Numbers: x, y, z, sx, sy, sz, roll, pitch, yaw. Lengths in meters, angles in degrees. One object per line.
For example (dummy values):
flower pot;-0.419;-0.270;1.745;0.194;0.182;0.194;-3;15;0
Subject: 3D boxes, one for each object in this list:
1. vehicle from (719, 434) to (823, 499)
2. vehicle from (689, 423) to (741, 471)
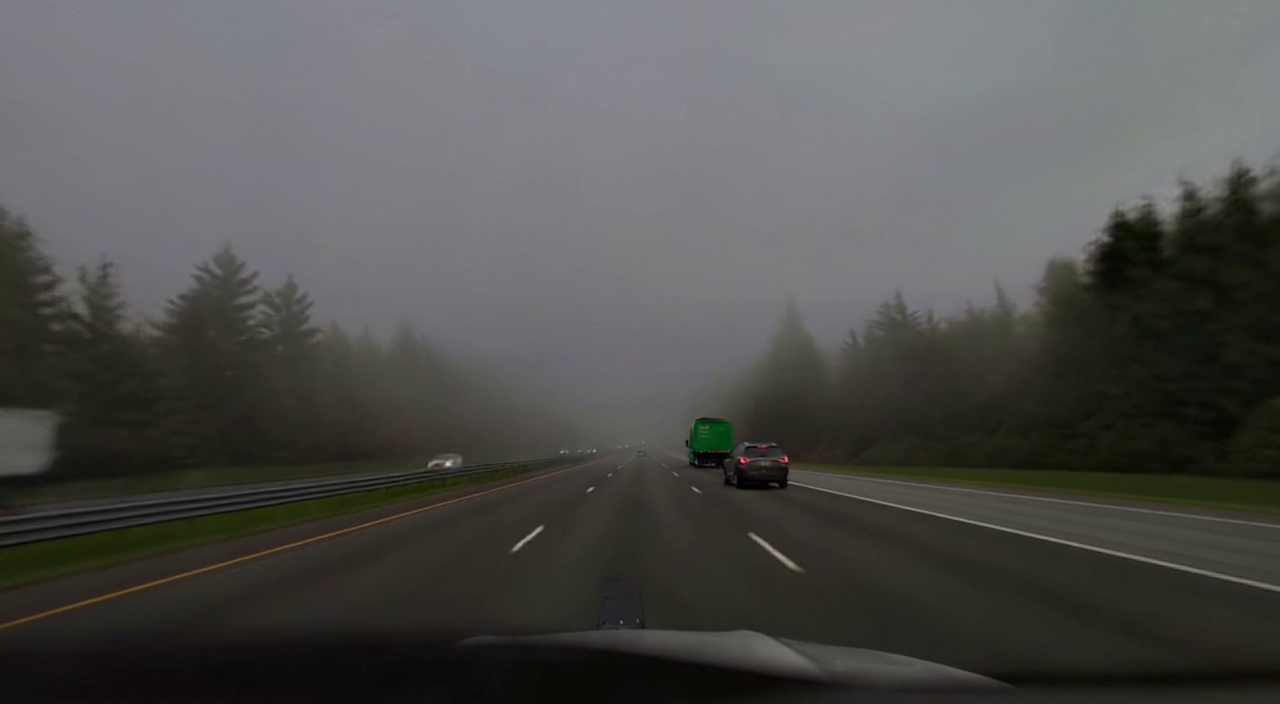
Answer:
vehicle;3.504;3.154;17.716;2.019;1.601;3.953;0;-9;0
vehicle;4.283;5.567;36.978;2.300;2.564;5.643;0;-9;-1
